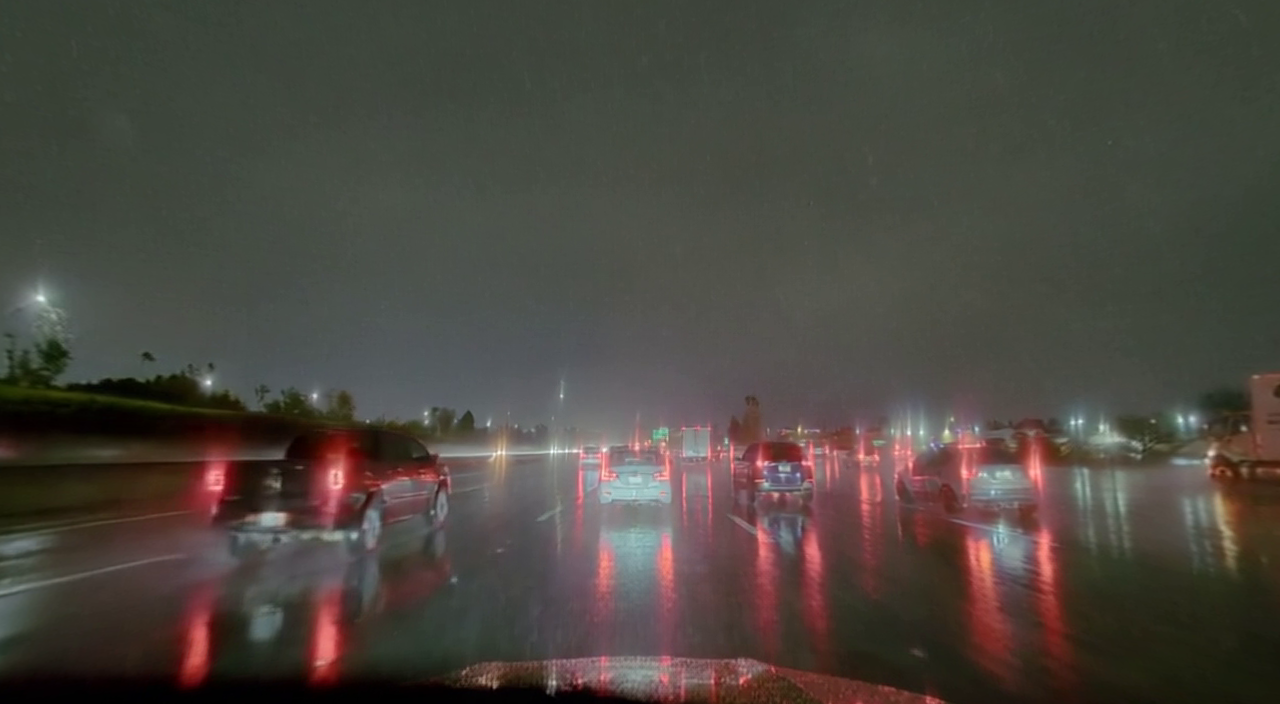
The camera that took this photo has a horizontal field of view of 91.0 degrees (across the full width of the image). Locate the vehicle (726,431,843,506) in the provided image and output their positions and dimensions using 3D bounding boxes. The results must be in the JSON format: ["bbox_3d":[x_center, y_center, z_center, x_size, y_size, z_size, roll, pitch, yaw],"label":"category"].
[{"bbox_3d":[3.572,2.970,16.433,2.053,1.666,4.106,0,-9,0],"label":"vehicle"}]

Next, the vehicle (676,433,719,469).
[{"bbox_3d":[3.948,6.941,44.225,2.440,2.313,5.266,0,-9,0],"label":"vehicle"}]

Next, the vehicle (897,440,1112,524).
[{"bbox_3d":[7.603,2.734,13.811,2.021,1.505,4.480,0,-9,0],"label":"vehicle"}]

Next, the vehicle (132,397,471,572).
[{"bbox_3d":[-4.033,1.678,8.649,2.079,1.741,4.436,0,-9,1],"label":"vehicle"}]

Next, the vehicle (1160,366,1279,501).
[{"bbox_3d":[20.111,2.372,18.261,3.061,3.869,7.169,2,-9,-10],"label":"vehicle"}]

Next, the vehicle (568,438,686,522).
[{"bbox_3d":[-0.200,2.641,13.496,2.132,1.499,4.038,0,-9,1],"label":"vehicle"}]
